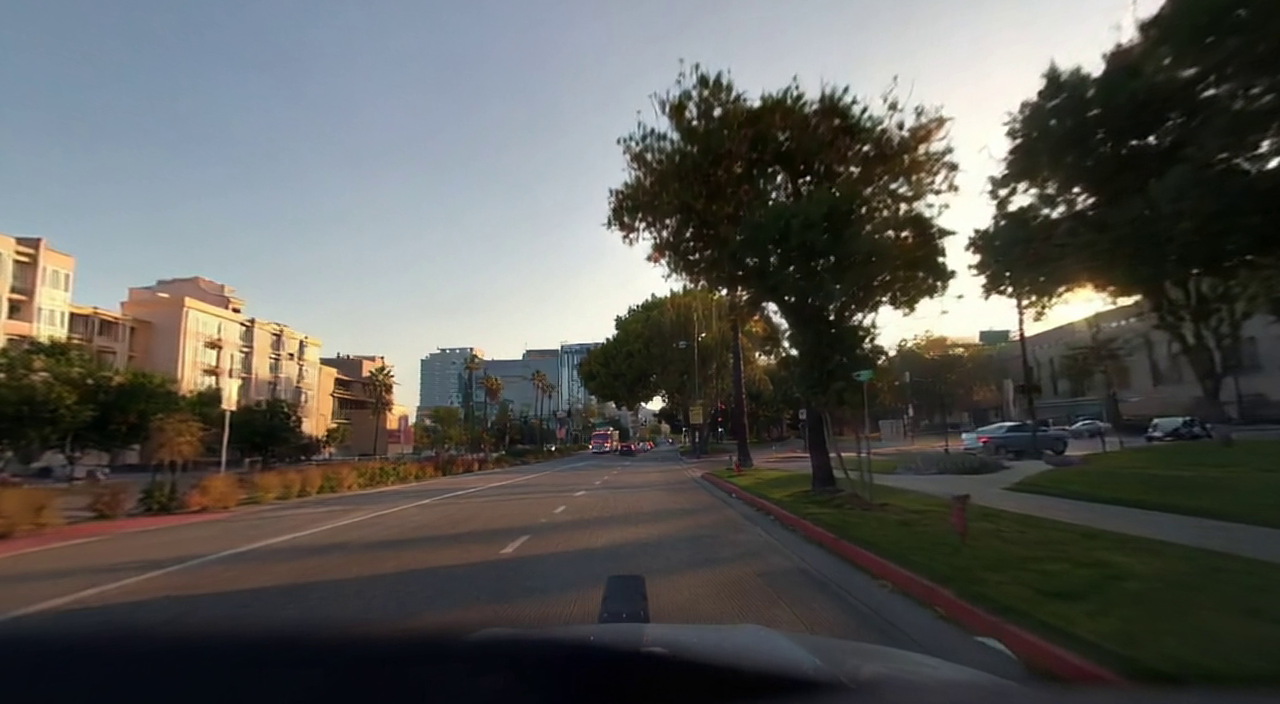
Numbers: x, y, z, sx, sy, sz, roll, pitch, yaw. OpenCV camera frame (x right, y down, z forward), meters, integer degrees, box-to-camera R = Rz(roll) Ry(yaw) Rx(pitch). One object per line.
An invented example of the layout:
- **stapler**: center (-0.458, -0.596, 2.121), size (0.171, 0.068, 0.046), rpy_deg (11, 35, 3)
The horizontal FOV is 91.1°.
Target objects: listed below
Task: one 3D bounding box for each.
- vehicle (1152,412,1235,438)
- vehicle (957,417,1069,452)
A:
- **vehicle**: center (36.901, 4.929, 42.022), size (1.794, 1.535, 4.466), rpy_deg (-1, -9, 6)
- **vehicle**: center (16.566, 3.688, 27.953), size (3.945, 1.463, 1.684), rpy_deg (0, -8, -5)
